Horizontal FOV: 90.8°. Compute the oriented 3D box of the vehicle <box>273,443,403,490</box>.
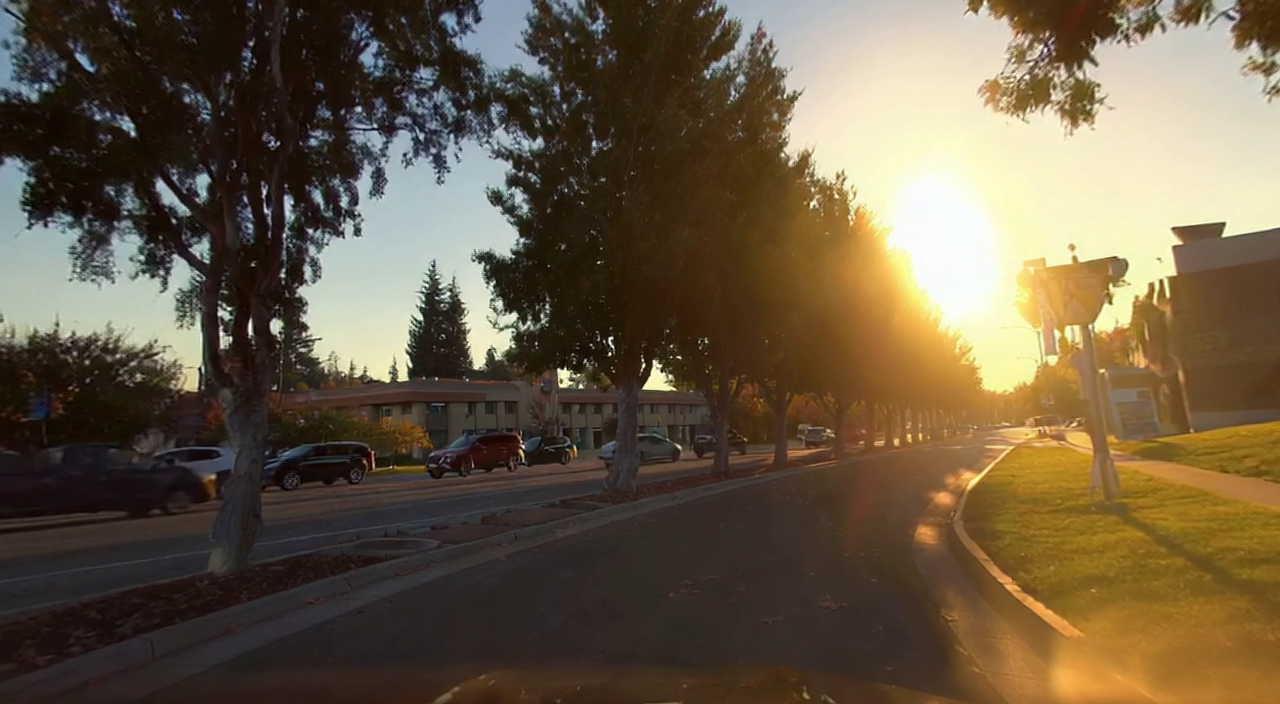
[{"bbox_3d":[-12.311,4.614,25.990,1.904,1.719,4.326,-6,-10,37],"label":"vehicle"}]

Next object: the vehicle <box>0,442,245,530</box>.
[{"bbox_3d":[-11.263,2.644,13.009,2.146,1.555,4.810,-8,-11,41],"label":"vehicle"}]

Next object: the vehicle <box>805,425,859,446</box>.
[{"bbox_3d":[14.816,6.427,48.603,2.218,1.466,5.191,-5,-9,37],"label":"vehicle"}]

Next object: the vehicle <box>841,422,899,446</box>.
[{"bbox_3d":[16.594,5.915,45.446,1.949,1.640,5.372,-7,-10,42],"label":"vehicle"}]

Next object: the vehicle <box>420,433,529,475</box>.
[{"bbox_3d":[-8.215,5.050,31.729,2.134,1.924,4.911,-7,-10,41],"label":"vehicle"}]

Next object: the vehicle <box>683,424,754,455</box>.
[{"bbox_3d":[5.240,5.720,41.405,2.195,1.909,5.353,-5,-10,37],"label":"vehicle"}]

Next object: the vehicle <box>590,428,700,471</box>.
[{"bbox_3d":[0.342,4.081,26.722,2.040,1.625,5.119,-5,-10,36],"label":"vehicle"}]
